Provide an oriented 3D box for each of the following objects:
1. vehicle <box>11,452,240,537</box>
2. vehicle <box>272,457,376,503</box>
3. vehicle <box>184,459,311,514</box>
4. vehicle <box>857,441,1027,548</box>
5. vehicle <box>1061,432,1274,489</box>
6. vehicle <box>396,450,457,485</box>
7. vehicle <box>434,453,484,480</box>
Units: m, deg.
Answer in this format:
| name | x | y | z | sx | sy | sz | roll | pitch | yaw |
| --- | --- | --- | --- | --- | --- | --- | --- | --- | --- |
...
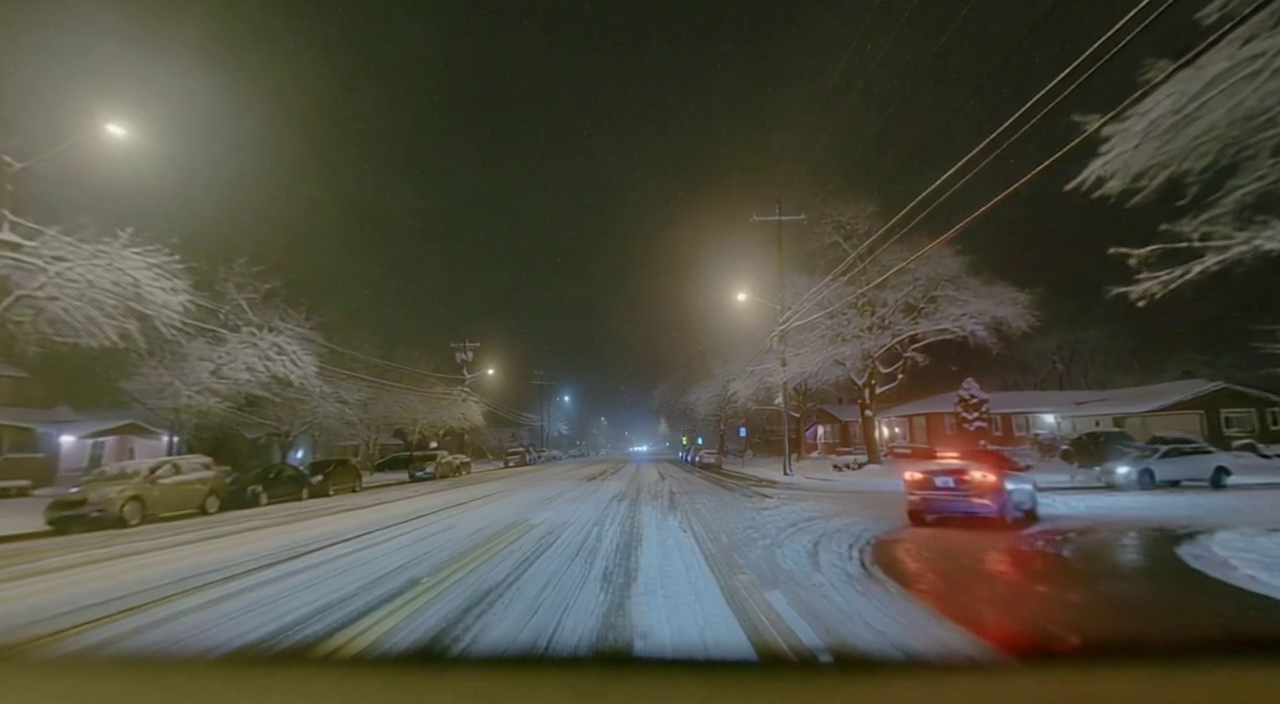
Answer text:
| name | x | y | z | sx | sy | sz | roll | pitch | yaw |
| --- | --- | --- | --- | --- | --- | --- | --- | --- | --- |
| vehicle | -12.353 | 3.384 | 15.652 | 1.938 | 1.754 | 4.315 | 0 | -9 | 1 |
| vehicle | -12.264 | 4.952 | 24.908 | 1.795 | 1.472 | 4.601 | -3 | -9 | -1 |
| vehicle | -12.373 | 4.234 | 20.244 | 1.676 | 1.496 | 3.804 | 0 | -9 | -1 |
| vehicle | 5.537 | 2.349 | 11.248 | 2.022 | 1.471 | 4.432 | -6 | -10 | 33 |
| vehicle | 18.195 | 3.768 | 22.047 | 5.369 | 1.857 | 2.174 | 0 | -9 | 1 |
| vehicle | -12.425 | 6.694 | 36.986 | 1.988 | 1.741 | 4.379 | -5 | -9 | 0 |
| vehicle | -11.898 | 7.505 | 41.778 | 1.872 | 1.472 | 4.719 | -4 | -9 | 0 |
